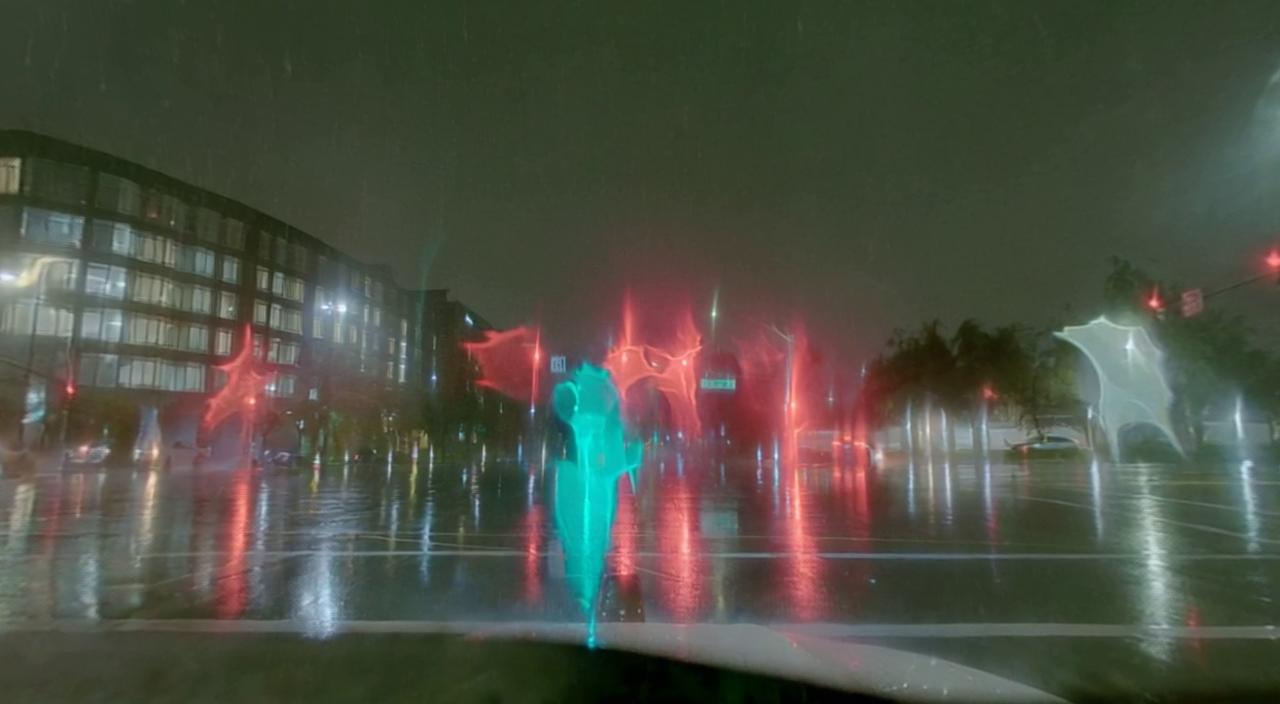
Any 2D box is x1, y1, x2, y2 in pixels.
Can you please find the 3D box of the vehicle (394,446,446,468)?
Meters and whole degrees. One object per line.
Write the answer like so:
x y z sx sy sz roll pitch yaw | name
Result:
-15.511 7.424 44.805 2.056 1.450 4.343 0 -8 0 | vehicle

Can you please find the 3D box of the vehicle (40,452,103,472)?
-41.606 8.024 46.316 1.552 1.339 3.340 -1 -8 -1 | vehicle

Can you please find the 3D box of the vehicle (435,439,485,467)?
-11.983 6.759 42.338 2.080 1.763 4.341 0 -8 0 | vehicle

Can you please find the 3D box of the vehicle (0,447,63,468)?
-45.275 7.759 46.596 1.858 1.467 3.624 0 -8 0 | vehicle

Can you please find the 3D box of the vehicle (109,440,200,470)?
-34.915 7.412 45.725 2.204 1.955 5.518 0 -8 0 | vehicle
